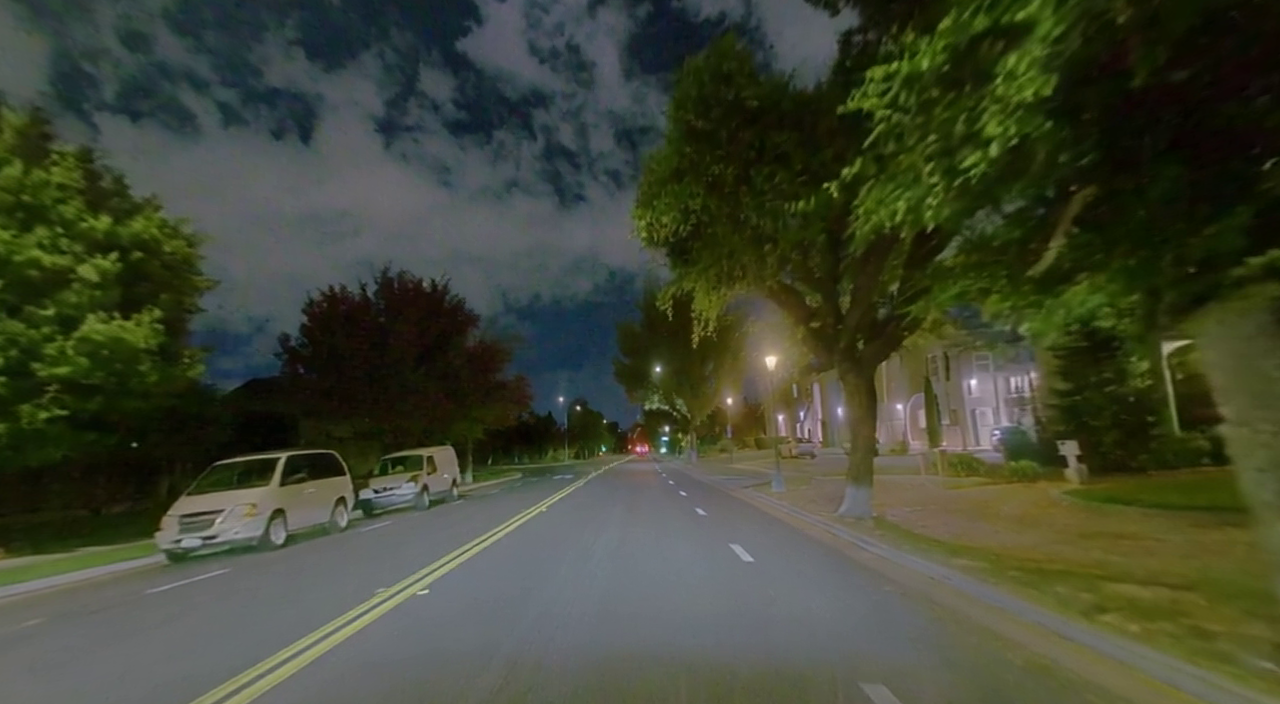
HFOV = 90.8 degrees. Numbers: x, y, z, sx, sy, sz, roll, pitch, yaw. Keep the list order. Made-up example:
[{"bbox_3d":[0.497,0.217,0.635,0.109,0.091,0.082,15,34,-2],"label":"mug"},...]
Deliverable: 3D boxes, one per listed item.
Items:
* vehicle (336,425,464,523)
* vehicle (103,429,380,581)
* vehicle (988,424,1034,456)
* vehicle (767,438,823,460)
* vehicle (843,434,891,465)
[{"bbox_3d":[-6.872,3.523,18.601,2.057,2.317,4.386,-6,-10,-1],"label":"vehicle"},{"bbox_3d":[-6.967,2.699,11.867,2.173,2.020,4.770,-6,-10,-1],"label":"vehicle"},{"bbox_3d":[21.687,5.163,37.066,1.956,1.632,3.922,-9,-11,27],"label":"vehicle"},{"bbox_3d":[9.260,5.855,38.106,1.922,1.263,4.664,0,-9,-3],"label":"vehicle"},{"bbox_3d":[13.690,5.862,37.912,1.860,1.697,4.292,-5,-10,30],"label":"vehicle"}]
